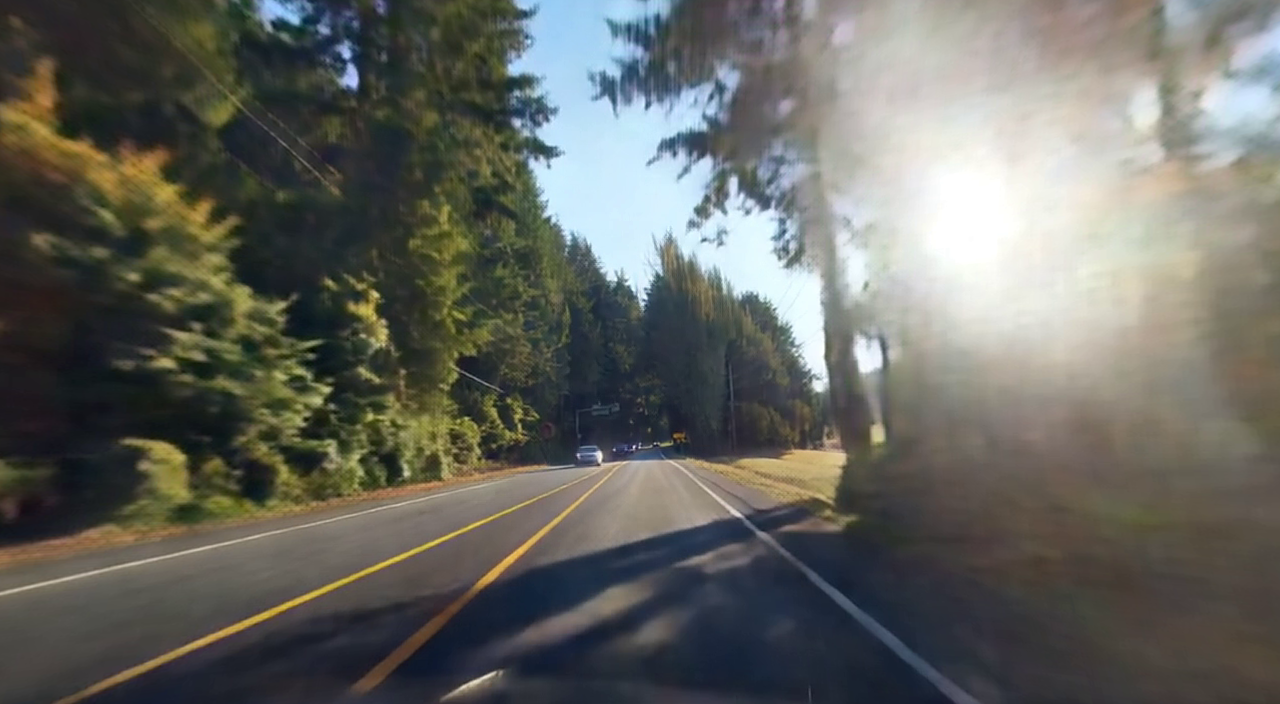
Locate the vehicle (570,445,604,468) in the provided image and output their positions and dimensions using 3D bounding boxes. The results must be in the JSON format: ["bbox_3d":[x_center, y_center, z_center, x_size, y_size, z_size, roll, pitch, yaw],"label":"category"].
[{"bbox_3d":[-3.562,7.076,42.946,1.816,1.473,3.689,0,-8,2],"label":"vehicle"}]
